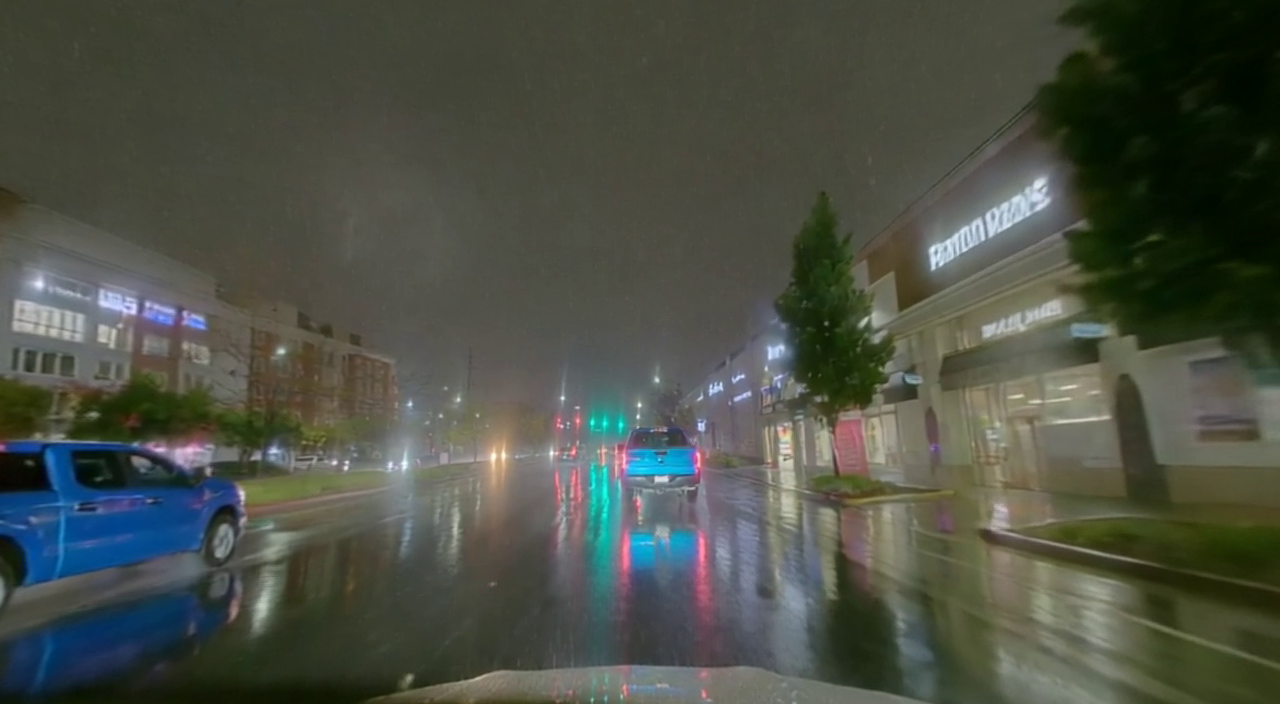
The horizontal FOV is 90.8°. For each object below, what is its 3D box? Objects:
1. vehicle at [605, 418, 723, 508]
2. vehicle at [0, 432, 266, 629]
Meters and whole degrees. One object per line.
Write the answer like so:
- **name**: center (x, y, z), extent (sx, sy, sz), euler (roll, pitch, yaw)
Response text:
- **vehicle**: center (0.408, 2.868, 16.816), extent (2.590, 1.932, 5.776), euler (0, -9, -2)
- **vehicle**: center (-5.645, 1.459, 5.636), extent (1.888, 1.424, 4.553), euler (0, -8, -1)
